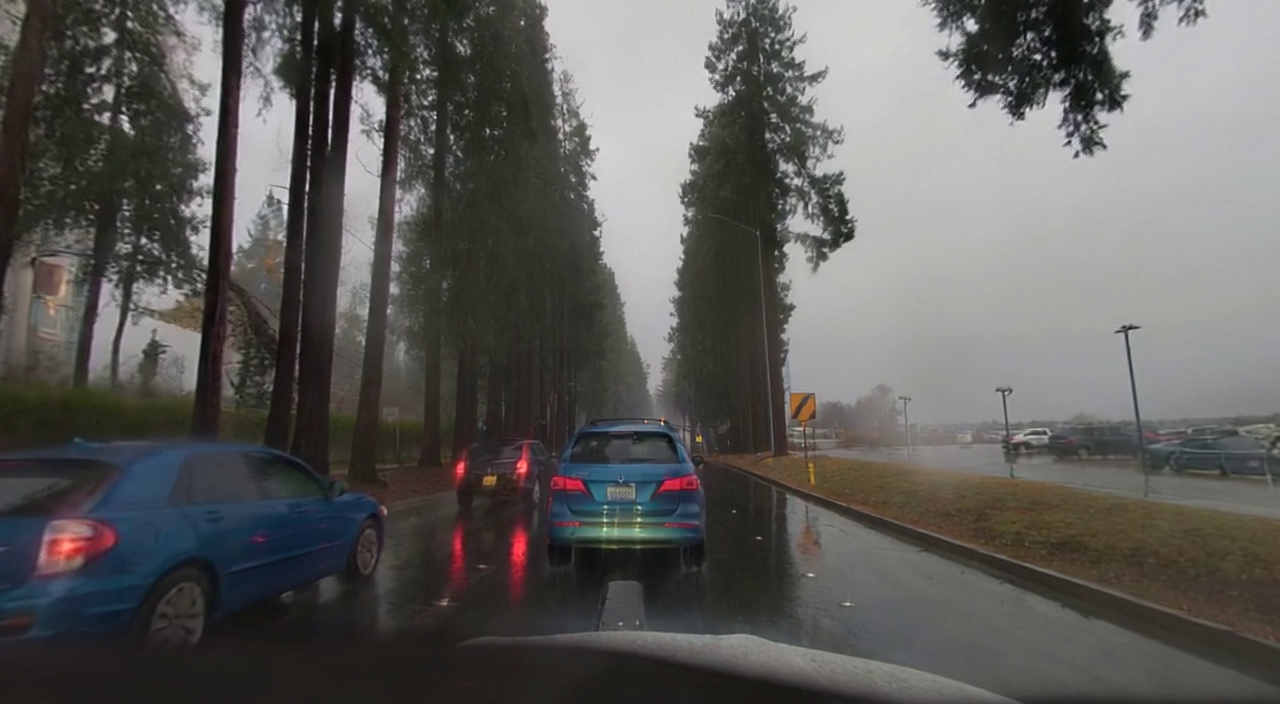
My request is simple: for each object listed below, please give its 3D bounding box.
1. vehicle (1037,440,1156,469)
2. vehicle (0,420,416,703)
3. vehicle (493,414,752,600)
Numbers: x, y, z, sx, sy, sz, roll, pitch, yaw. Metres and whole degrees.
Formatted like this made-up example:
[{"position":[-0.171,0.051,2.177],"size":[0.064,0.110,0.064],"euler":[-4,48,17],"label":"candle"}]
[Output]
[{"position":[28.419,6.354,39.423],"size":[5.955,1.702,2.166],"euler":[1,-8,-6],"label":"vehicle"},{"position":[-3.610,1.359,4.975],"size":[1.922,1.464,4.424],"euler":[0,-8,2],"label":"vehicle"},{"position":[-0.128,1.628,7.474],"size":[2.229,1.591,3.897],"euler":[0,-8,1],"label":"vehicle"}]
